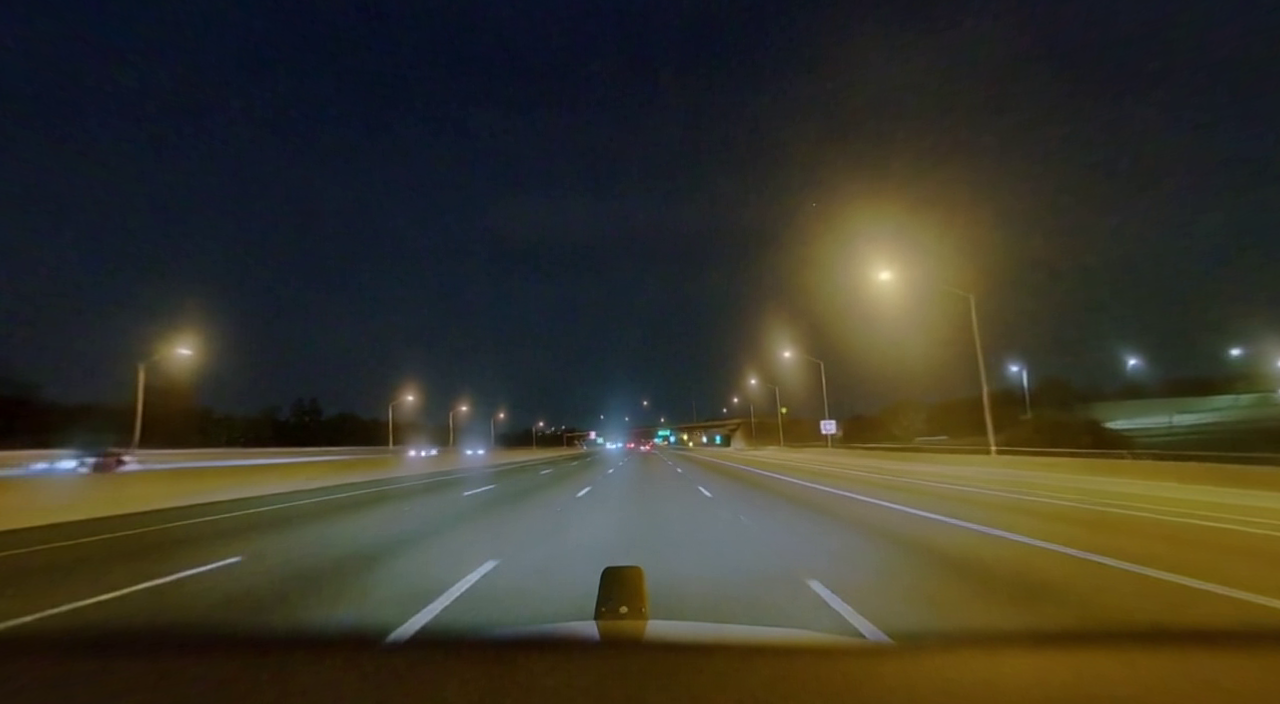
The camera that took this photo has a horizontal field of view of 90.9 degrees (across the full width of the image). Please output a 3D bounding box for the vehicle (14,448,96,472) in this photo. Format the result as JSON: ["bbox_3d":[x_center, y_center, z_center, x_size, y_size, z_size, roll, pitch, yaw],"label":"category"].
[{"bbox_3d":[-37.834,6.953,40.886,1.787,1.431,3.696,0,-8,-2],"label":"vehicle"}]
